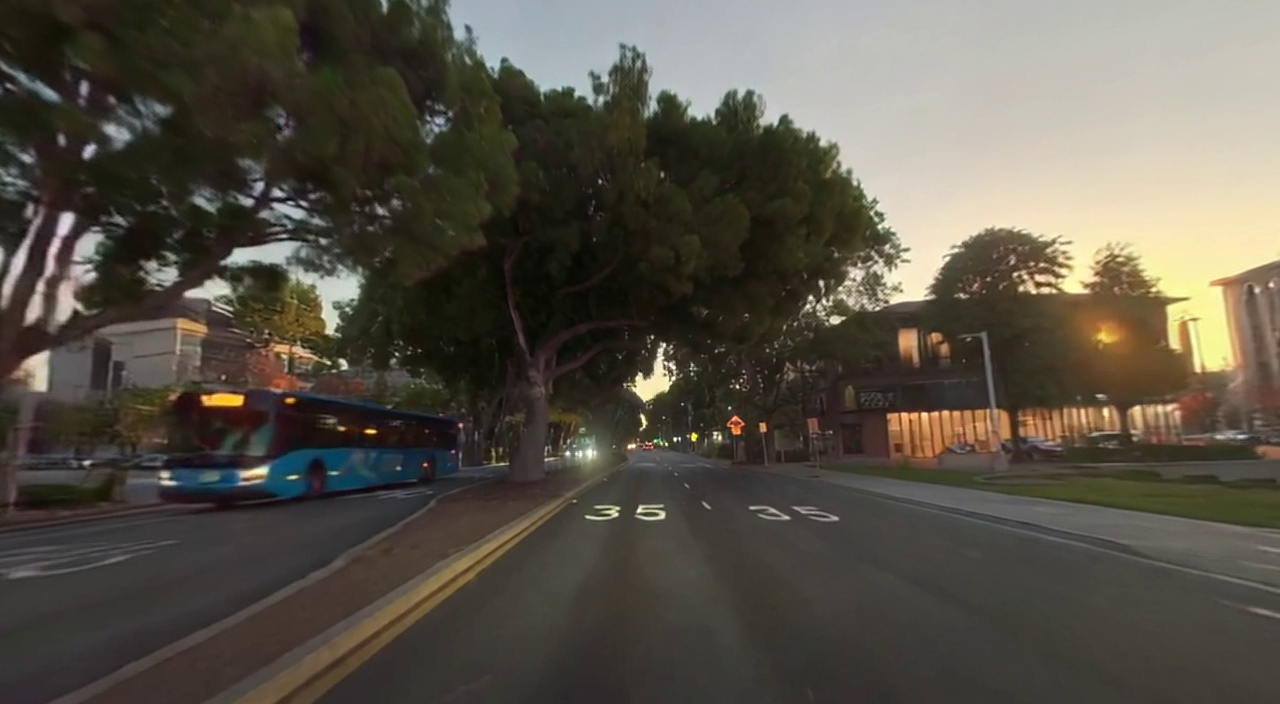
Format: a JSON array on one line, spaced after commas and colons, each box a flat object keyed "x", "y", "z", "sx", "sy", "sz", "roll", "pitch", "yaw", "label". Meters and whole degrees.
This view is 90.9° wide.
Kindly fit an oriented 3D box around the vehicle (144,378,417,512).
[{"x": -10.937, "y": 3.092, "z": 21.131, "sx": 3.052, "sy": 3.397, "sz": 10.003, "roll": 0, "pitch": -8, "yaw": 1, "label": "vehicle"}]
